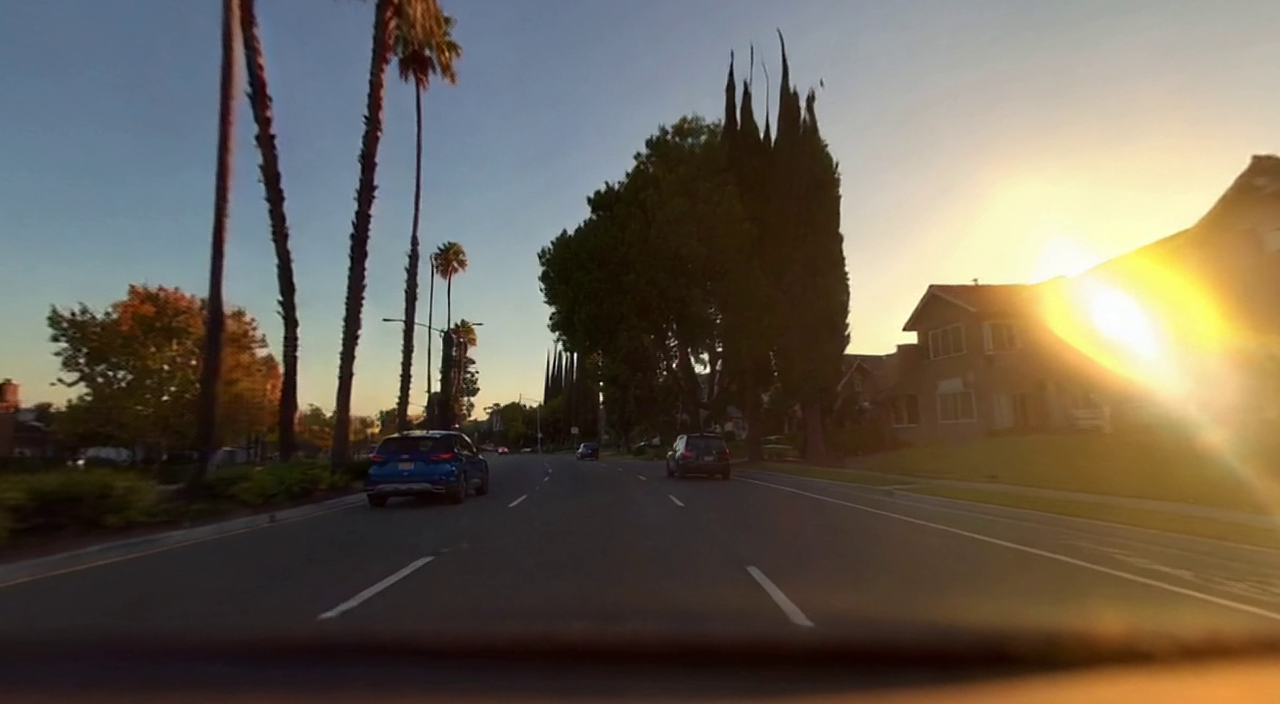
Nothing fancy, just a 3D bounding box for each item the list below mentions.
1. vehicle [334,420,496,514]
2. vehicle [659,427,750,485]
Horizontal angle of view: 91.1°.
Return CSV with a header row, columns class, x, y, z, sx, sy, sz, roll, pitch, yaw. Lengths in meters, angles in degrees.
class,x,y,z,sx,sy,sz,roll,pitch,yaw
vehicle,-4.847,2.551,14.454,2.150,1.768,4.868,0,-8,-3
vehicle,2.107,3.625,22.129,2.195,1.804,4.658,1,-8,-6
